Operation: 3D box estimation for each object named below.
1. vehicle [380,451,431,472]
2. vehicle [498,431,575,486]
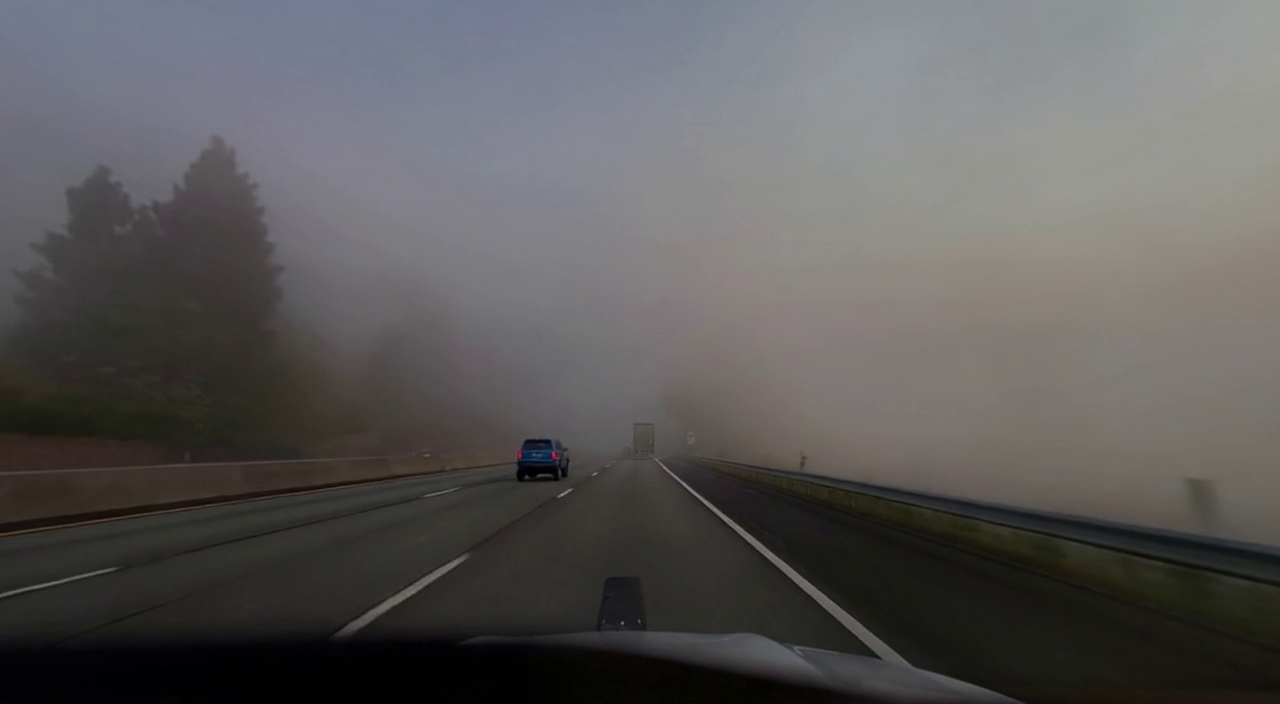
[{"bbox_3d":[-16.950,7.907,45.787,1.899,1.457,4.617,0,-9,0],"label":"vehicle"},{"bbox_3d":[-3.939,4.187,25.012,2.124,1.888,5.226,0,-9,0],"label":"vehicle"}]
